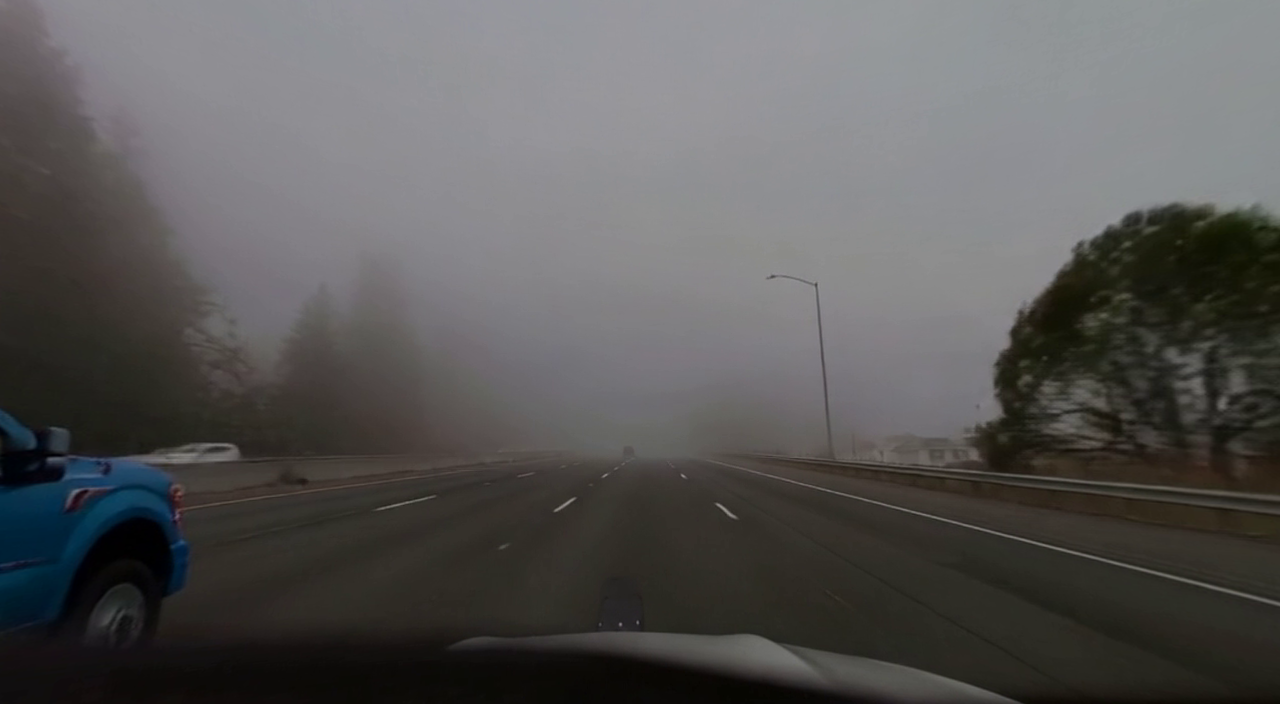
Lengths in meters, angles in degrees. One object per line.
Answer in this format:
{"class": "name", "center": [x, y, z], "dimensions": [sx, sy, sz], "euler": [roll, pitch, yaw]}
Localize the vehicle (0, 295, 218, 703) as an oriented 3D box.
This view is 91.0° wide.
{"class": "vehicle", "center": [-3.516, 0.502, 0.908], "dimensions": [2.202, 1.836, 5.009], "euler": [0, -8, 2]}
